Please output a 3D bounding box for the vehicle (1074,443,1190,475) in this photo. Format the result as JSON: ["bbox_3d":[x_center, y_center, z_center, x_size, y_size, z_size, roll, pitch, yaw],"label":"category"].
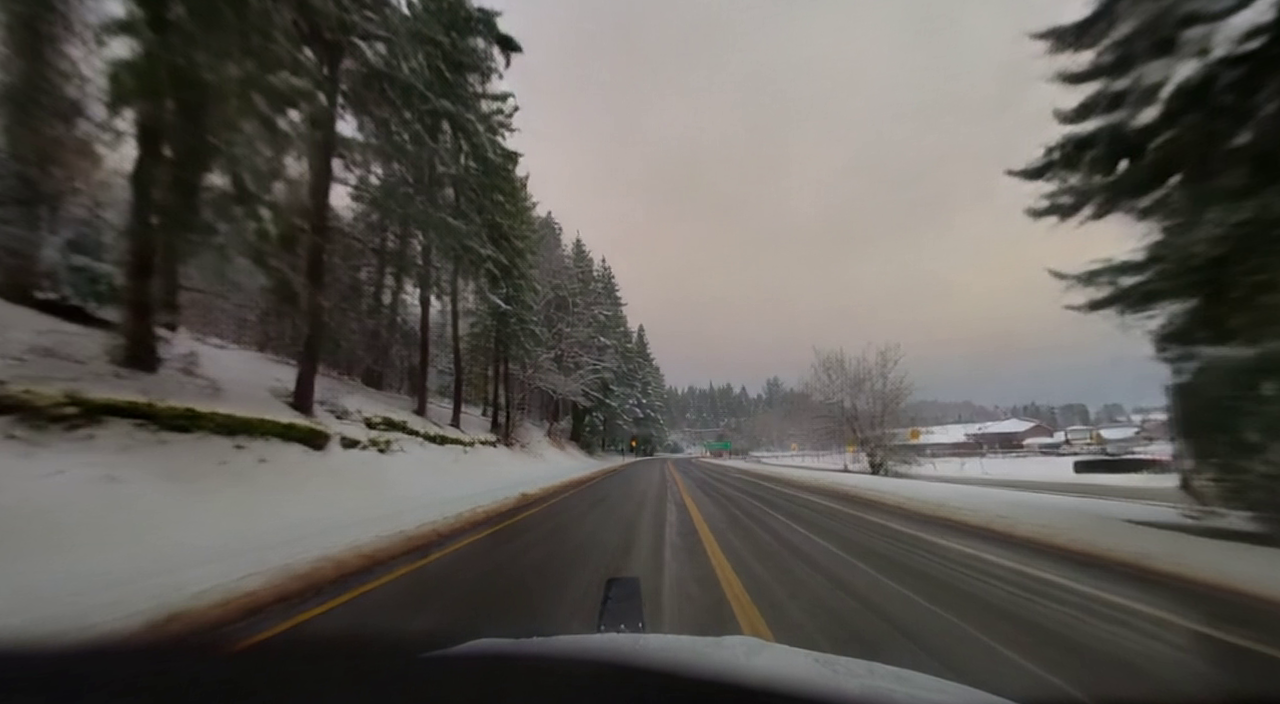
[{"bbox_3d":[26.051,5.678,33.379,4.473,1.581,1.973,0,-9,-1],"label":"vehicle"}]
